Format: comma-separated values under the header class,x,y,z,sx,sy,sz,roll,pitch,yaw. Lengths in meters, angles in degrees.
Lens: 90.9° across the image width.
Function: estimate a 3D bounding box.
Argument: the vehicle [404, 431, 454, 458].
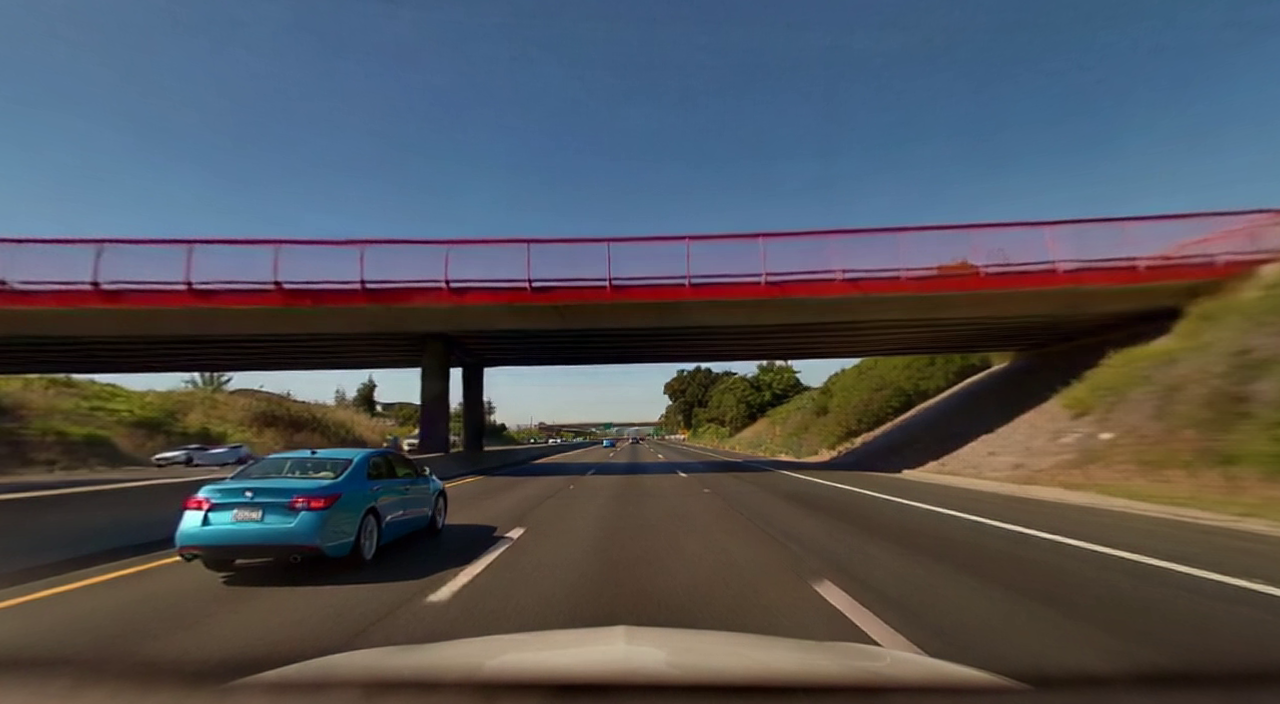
class,x,y,z,sx,sy,sz,roll,pitch,yaw
vehicle,-15.964,7.005,47.996,2.067,1.946,4.734,0,-8,0
